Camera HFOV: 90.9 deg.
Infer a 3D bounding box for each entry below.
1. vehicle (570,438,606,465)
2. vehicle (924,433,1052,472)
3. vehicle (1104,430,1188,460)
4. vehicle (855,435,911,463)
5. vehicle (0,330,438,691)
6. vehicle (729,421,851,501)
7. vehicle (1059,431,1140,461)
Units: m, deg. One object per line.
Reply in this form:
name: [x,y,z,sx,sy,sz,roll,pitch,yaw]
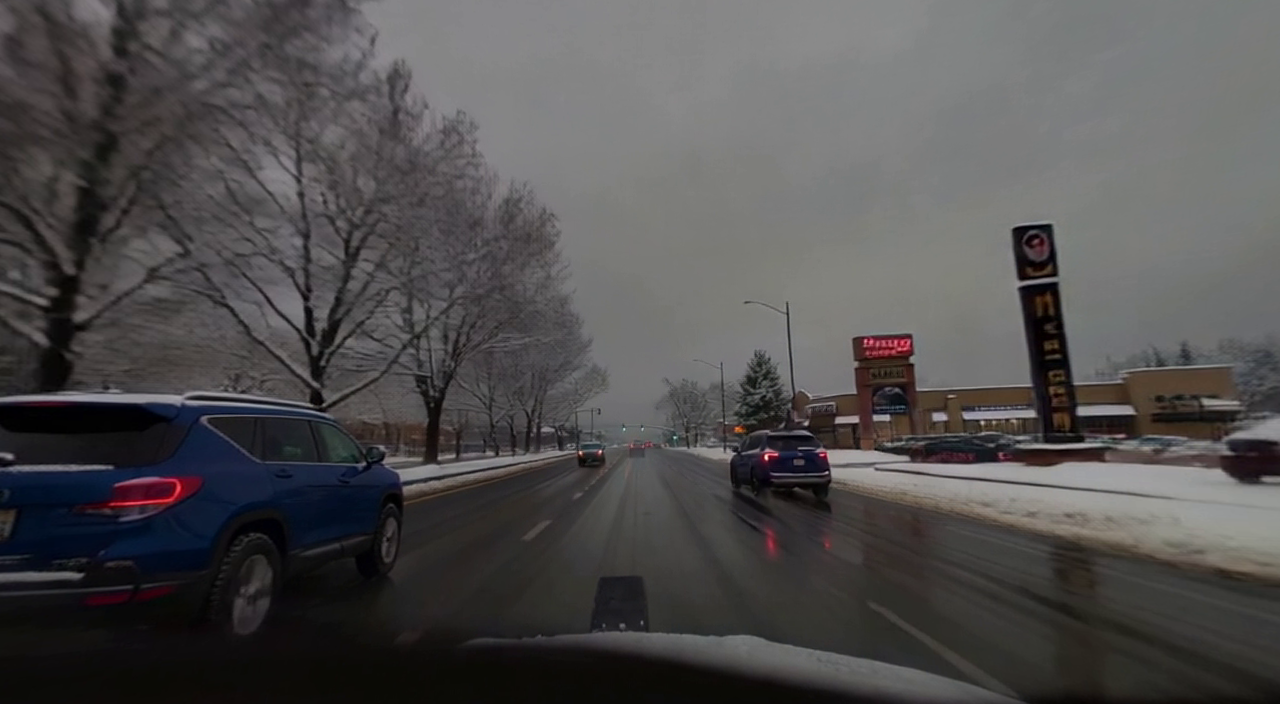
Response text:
vehicle: [-3.623,6.974,44.424,2.112,1.775,4.404,0,-8,1]
vehicle: [13.745,3.975,25.058,4.040,1.497,1.702,0,-8,-1]
vehicle: [32.079,5.946,40.115,1.946,1.801,4.064,0,-8,0]
vehicle: [15.686,6.298,40.927,1.897,1.662,4.504,0,-8,1]
vehicle: [-3.788,1.182,5.837,2.210,1.925,4.838,0,-8,0]
vehicle: [3.669,2.782,16.380,2.024,1.773,4.431,0,-8,-1]
vehicle: [29.185,6.002,40.221,2.051,1.813,4.095,0,-8,1]
